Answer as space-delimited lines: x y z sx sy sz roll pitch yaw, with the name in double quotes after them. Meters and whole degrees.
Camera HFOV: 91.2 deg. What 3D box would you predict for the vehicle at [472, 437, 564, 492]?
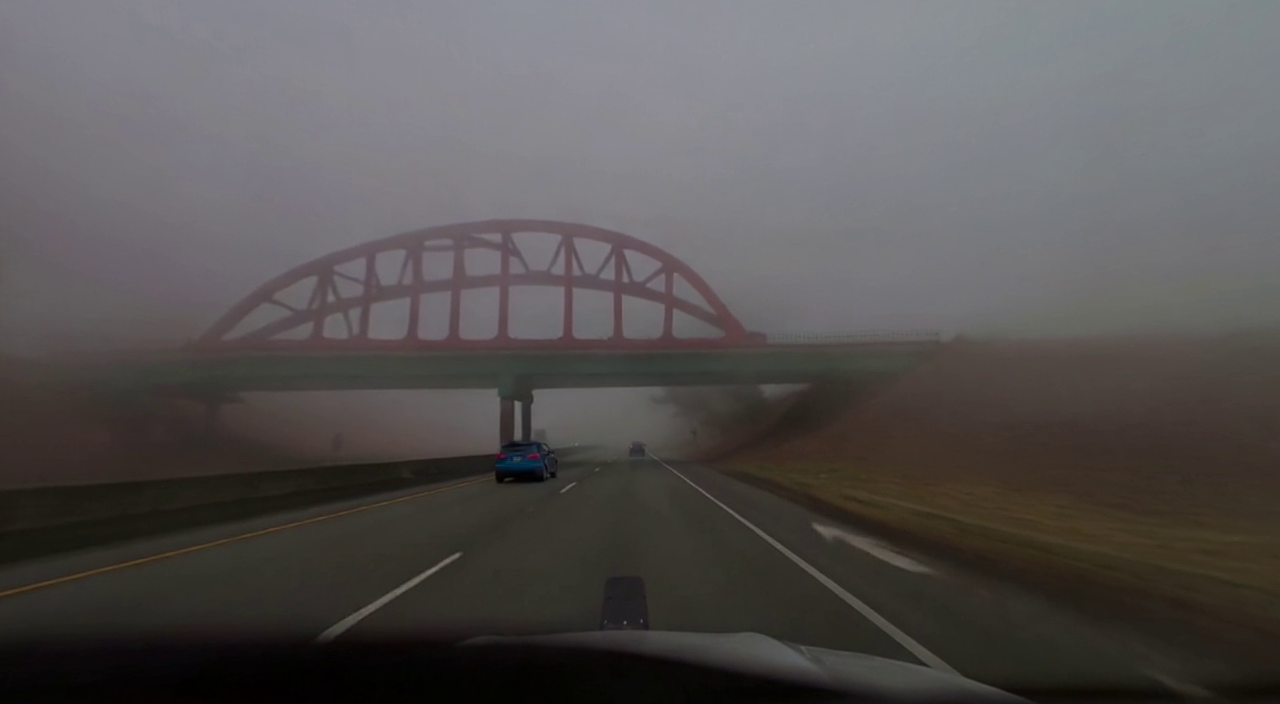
-3.780 3.557 20.258 2.052 1.556 4.405 0 -8 0 "vehicle"
